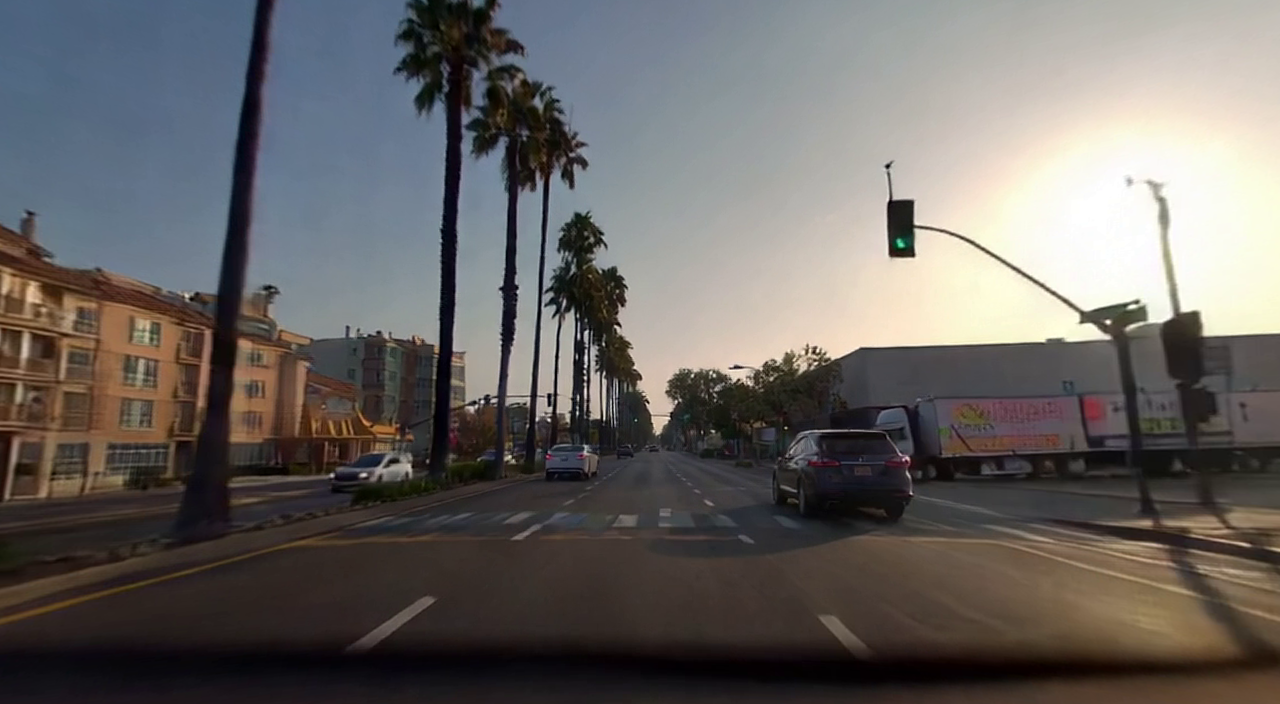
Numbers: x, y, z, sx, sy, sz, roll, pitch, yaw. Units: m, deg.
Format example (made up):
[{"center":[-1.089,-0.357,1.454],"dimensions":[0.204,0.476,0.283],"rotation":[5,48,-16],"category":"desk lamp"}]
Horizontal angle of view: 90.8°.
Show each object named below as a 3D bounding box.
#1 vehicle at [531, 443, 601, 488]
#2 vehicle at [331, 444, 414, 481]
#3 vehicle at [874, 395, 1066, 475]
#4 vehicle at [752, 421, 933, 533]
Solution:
[{"center":[-2.636,4.153,23.451],"dimensions":[2.034,1.498,3.995],"rotation":[0,-9,1],"category":"vehicle"},{"center":[-14.398,5.966,34.390],"dimensions":[2.227,1.768,5.034],"rotation":[-2,-9,1],"category":"vehicle"},{"center":[14.891,3.810,28.911],"dimensions":[7.195,3.468,2.597],"rotation":[0,-9,-2],"category":"vehicle"},{"center":[3.527,2.270,11.995],"dimensions":[1.982,1.711,4.276],"rotation":[0,-9,0],"category":"vehicle"}]
